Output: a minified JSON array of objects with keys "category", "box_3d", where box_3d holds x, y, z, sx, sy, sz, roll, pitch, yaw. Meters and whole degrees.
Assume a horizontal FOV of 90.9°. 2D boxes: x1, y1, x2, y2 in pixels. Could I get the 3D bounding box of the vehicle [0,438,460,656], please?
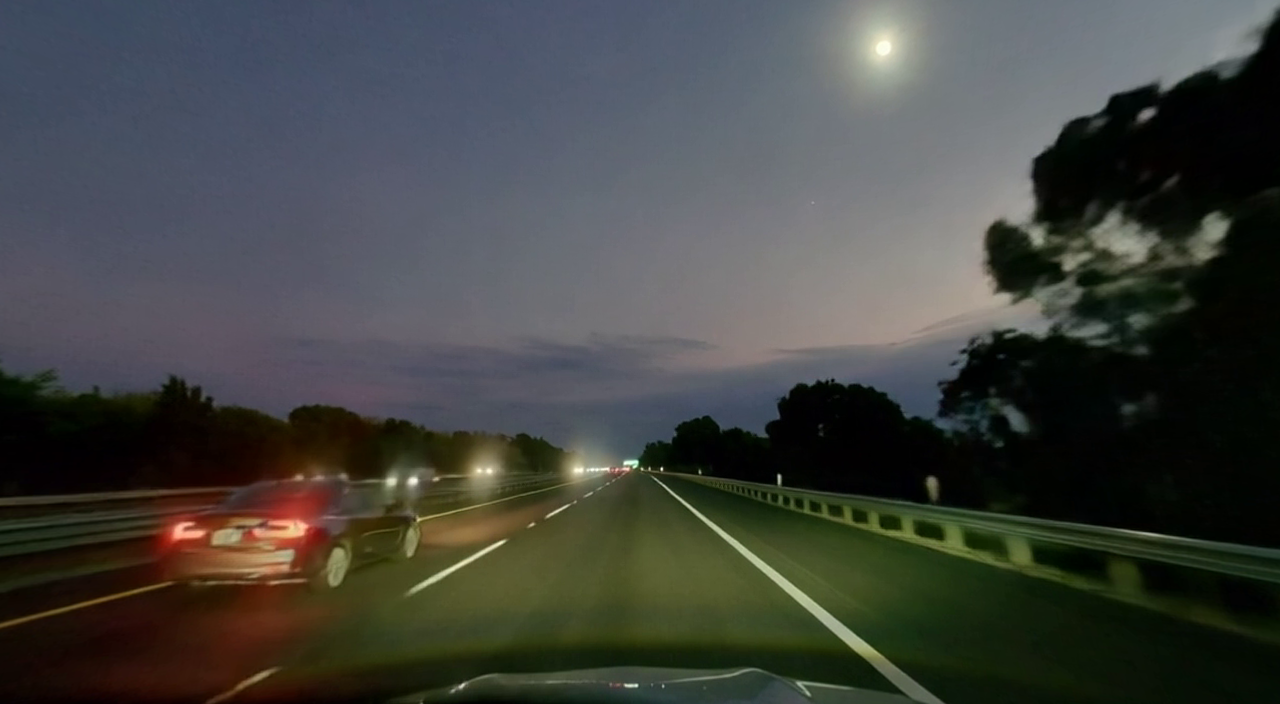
[{"category":"vehicle","box_3d":[-3.813,1.801,6.895,2.146,1.441,5.020,1,-10,1]}]
